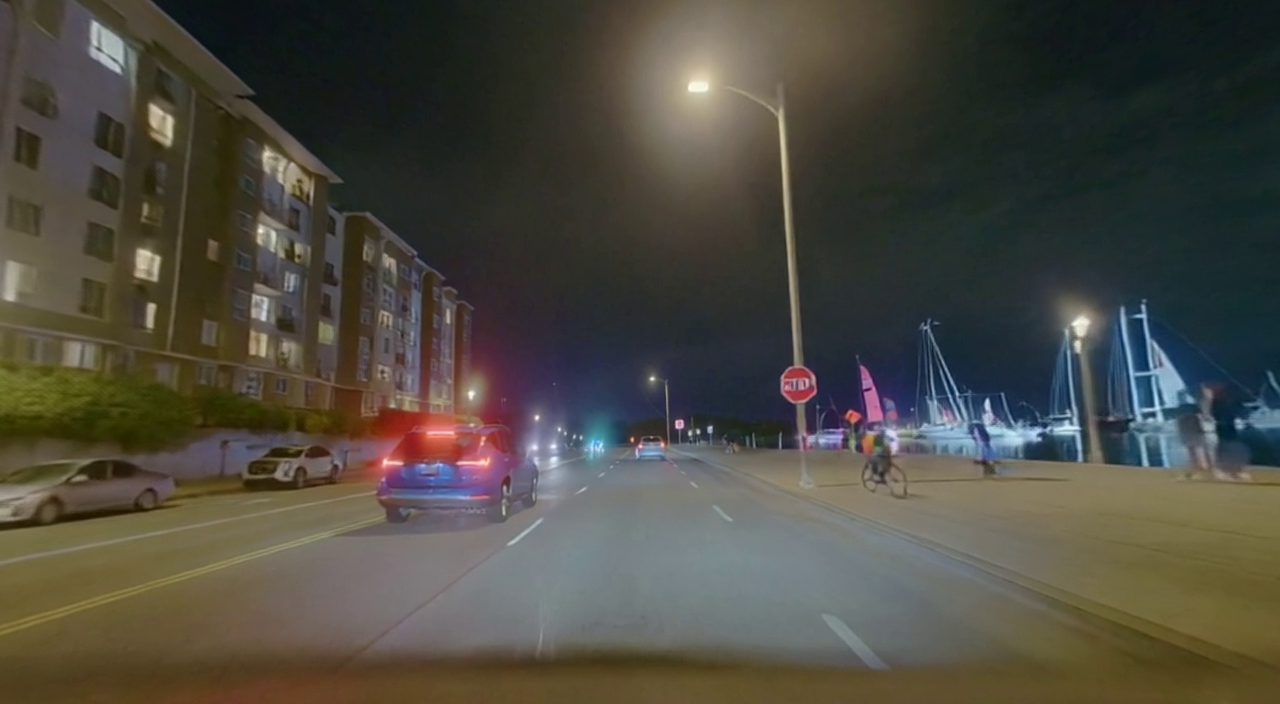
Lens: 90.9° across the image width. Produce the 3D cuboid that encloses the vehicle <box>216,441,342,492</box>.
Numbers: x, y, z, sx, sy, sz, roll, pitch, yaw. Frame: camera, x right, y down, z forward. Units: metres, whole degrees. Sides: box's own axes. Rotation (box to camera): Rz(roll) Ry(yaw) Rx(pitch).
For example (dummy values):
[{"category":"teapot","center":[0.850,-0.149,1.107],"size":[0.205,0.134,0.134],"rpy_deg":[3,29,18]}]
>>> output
[{"category":"vehicle","center":[-13.530,4.289,24.021],"size":[2.117,1.703,4.373],"rpy_deg":[-1,-8,2]}]

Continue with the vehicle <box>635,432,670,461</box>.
[{"category":"vehicle","center":[0.751,5.769,38.711],"size":[2.057,1.624,3.726],"rpy_deg":[-1,-8,1]}]

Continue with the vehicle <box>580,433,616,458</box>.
[{"category":"vehicle","center":[-2.881,6.508,44.005],"size":[2.056,1.680,4.205],"rpy_deg":[-1,-8,2]}]

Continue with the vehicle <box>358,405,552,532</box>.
[{"category":"vehicle","center":[-3.036,2.030,11.615],"size":[2.082,1.817,4.724],"rpy_deg":[-1,-8,1]}]

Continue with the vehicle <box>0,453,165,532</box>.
[{"category":"vehicle","center":[-13.635,3.128,14.467],"size":[1.871,1.463,4.555],"rpy_deg":[-1,-8,0]}]
